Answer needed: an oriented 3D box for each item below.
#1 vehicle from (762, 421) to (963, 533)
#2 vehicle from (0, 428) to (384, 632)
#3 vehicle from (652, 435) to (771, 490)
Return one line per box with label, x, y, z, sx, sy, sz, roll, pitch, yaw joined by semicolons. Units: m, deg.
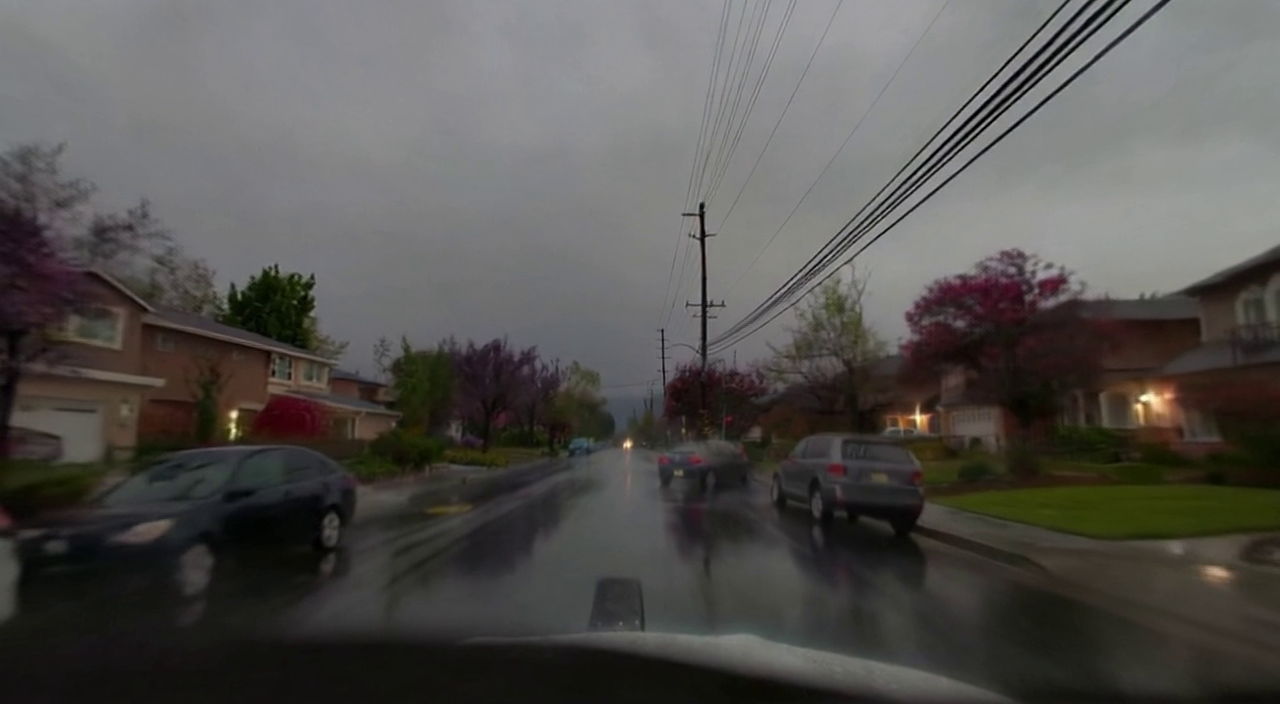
vehicle;3.811;2.224;11.842;2.103;1.679;4.386;0;-8;-1
vehicle;-4.765;1.624;6.932;1.810;1.446;4.668;0;-8;2
vehicle;2.312;3.277;19.122;2.075;1.449;4.526;-4;-9;27
